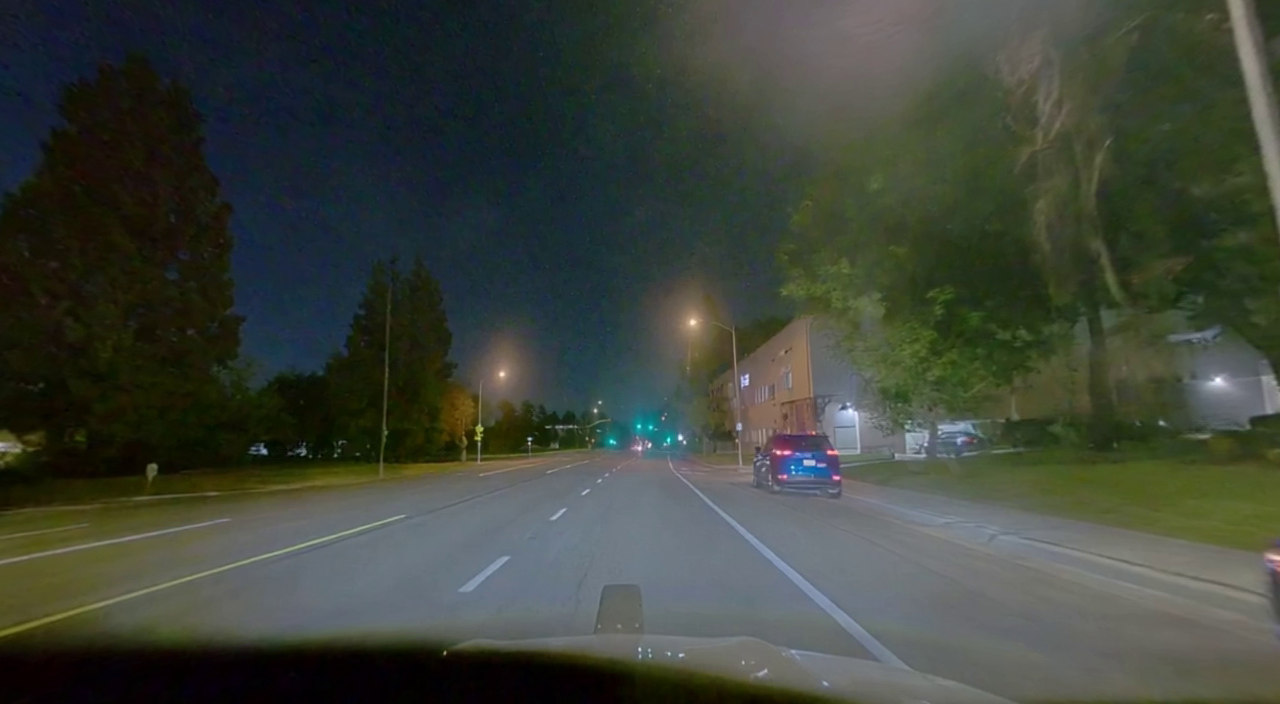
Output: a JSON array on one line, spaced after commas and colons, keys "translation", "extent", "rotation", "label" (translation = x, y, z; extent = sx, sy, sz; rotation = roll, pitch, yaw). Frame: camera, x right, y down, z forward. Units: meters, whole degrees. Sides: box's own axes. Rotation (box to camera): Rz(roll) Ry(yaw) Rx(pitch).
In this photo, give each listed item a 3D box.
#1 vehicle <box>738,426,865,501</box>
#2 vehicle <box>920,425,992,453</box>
[{"translation": [4.358, 3.103, 17.968], "extent": [2.228, 1.814, 4.576], "rotation": [0, -9, -2], "label": "vehicle"}, {"translation": [18.649, 5.187, 37.505], "extent": [1.826, 1.492, 4.417], "rotation": [0, -8, -3], "label": "vehicle"}]
